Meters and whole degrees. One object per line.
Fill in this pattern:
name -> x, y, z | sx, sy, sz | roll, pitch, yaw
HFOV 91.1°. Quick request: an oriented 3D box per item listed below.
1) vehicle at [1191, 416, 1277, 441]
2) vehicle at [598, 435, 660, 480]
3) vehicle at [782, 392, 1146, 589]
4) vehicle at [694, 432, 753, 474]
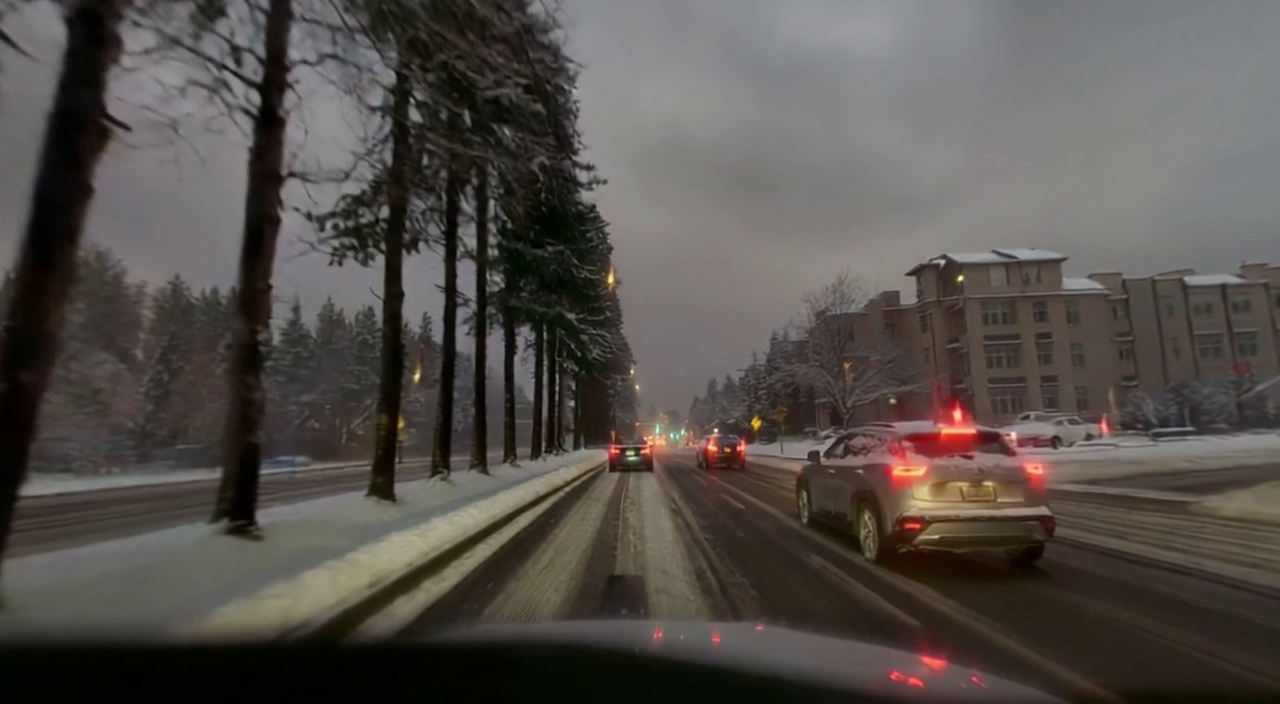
vehicle -> 39.876, 5.188, 42.286 | 1.839, 1.506, 4.108 | 0, -8, 2
vehicle -> -0.357, 3.877, 23.380 | 2.111, 1.506, 4.018 | 0, -8, 0
vehicle -> 3.330, 1.530, 7.715 | 2.130, 1.718, 4.310 | 0, -8, 0
vehicle -> 3.612, 4.453, 27.934 | 1.982, 1.709, 4.427 | 0, -8, -1
